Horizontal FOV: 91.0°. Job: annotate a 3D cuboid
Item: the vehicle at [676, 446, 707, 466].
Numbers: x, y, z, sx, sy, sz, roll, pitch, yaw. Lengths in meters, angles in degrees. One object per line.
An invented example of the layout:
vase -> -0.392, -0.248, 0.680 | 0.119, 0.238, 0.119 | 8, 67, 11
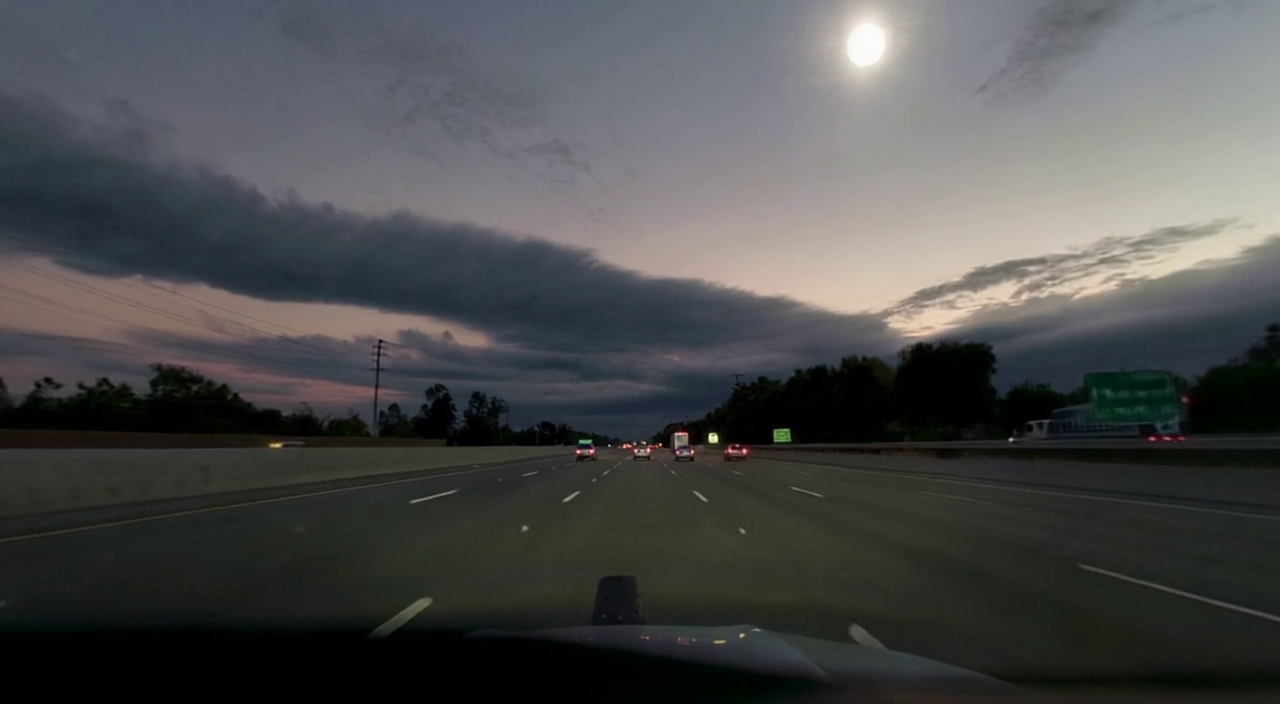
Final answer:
vehicle -> 3.944, 8.053, 48.941 | 2.076, 1.506, 4.050 | 0, -9, 1

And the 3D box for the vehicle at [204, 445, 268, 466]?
vehicle -> -31.852, 8.174, 49.759 | 1.911, 1.528, 4.634 | 0, -9, 1
